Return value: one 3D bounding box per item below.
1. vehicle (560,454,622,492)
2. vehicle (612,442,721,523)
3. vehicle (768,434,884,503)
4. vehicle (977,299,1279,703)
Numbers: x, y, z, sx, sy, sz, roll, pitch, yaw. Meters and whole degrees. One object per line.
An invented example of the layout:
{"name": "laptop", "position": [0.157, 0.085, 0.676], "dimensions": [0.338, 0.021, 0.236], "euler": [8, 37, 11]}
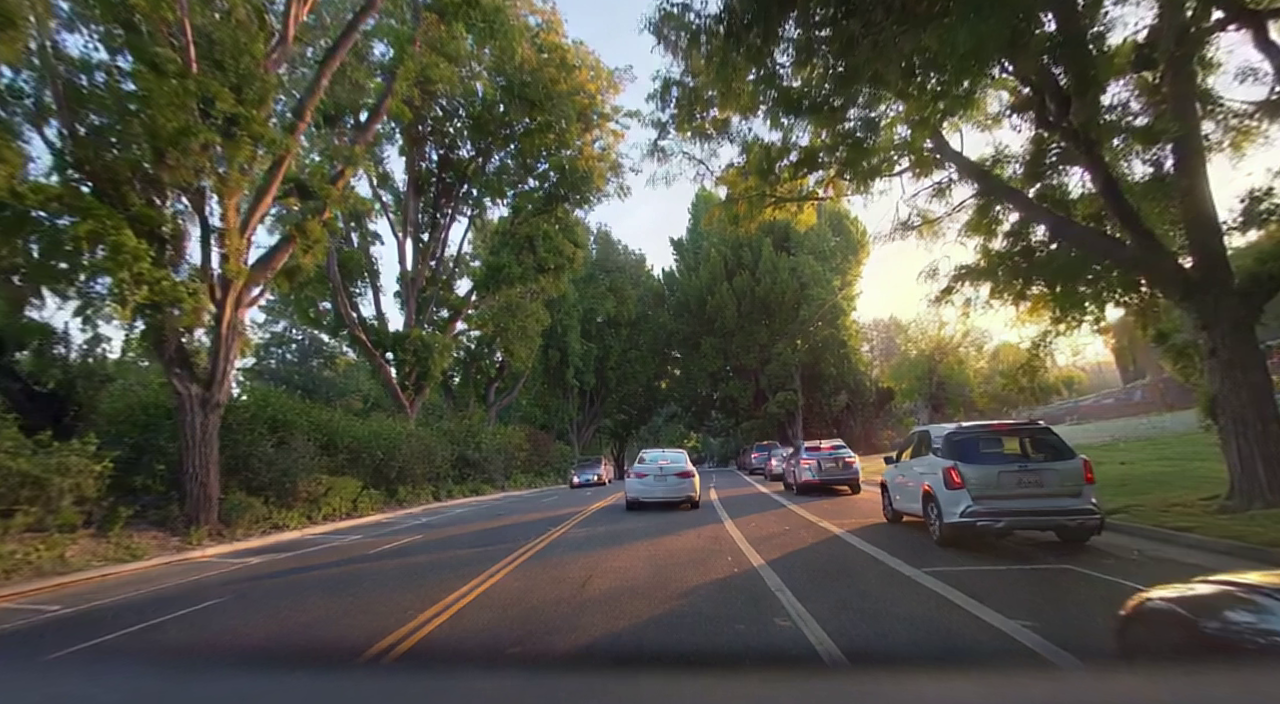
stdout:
{"name": "vehicle", "position": [-2.251, 5.776, 30.347], "dimensions": [2.087, 1.449, 4.575], "euler": [-5, -9, 5]}
{"name": "vehicle", "position": [0.602, 2.795, 14.134], "dimensions": [2.078, 1.521, 4.058], "euler": [-1, -8, 3]}
{"name": "vehicle", "position": [4.934, 3.145, 17.461], "dimensions": [1.957, 1.629, 4.609], "euler": [0, -8, 2]}
{"name": "vehicle", "position": [3.432, 0.672, 1.982], "dimensions": [2.224, 1.805, 4.773], "euler": [0, -8, 2]}
